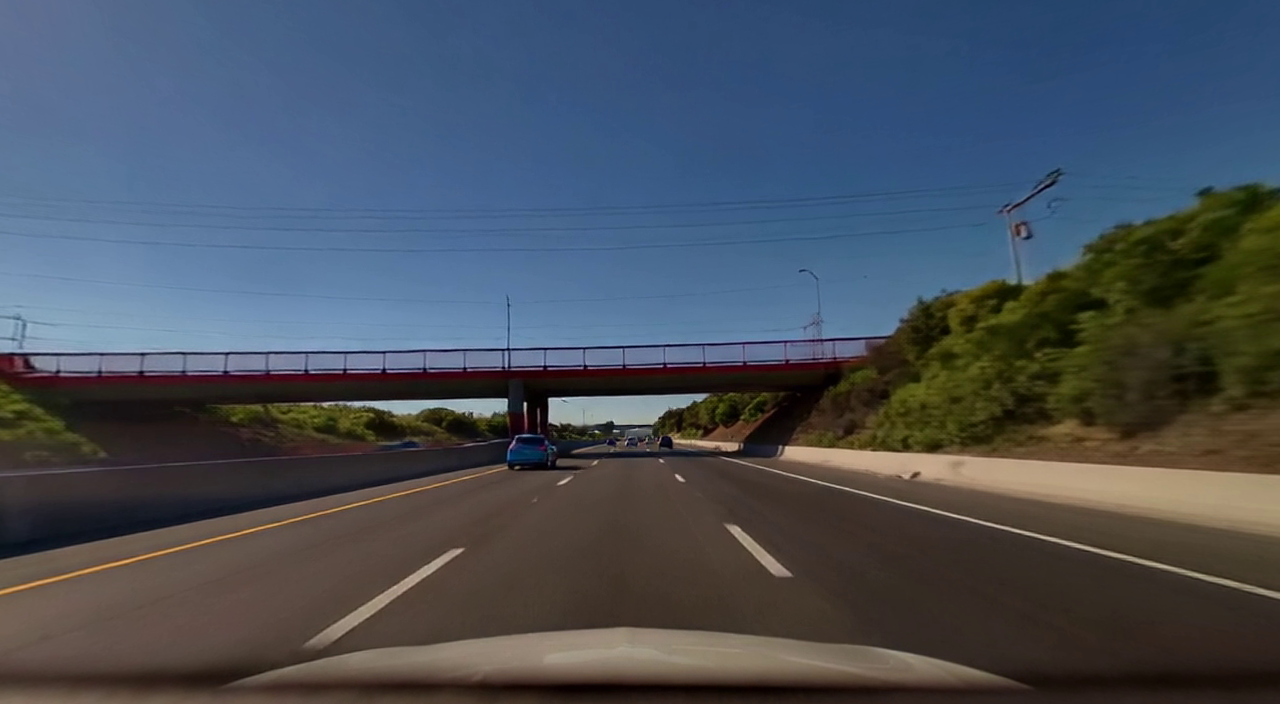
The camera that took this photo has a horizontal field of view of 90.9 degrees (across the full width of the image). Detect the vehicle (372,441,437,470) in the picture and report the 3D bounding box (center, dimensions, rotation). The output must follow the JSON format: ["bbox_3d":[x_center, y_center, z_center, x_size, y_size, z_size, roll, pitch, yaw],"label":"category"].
[{"bbox_3d":[-12.695,5.548,34.244,1.845,1.448,4.482,0,-8,-1],"label":"vehicle"}]

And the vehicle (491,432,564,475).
[{"bbox_3d":[-4.328,3.995,25.024,2.074,1.535,4.437,0,-8,0],"label":"vehicle"}]
